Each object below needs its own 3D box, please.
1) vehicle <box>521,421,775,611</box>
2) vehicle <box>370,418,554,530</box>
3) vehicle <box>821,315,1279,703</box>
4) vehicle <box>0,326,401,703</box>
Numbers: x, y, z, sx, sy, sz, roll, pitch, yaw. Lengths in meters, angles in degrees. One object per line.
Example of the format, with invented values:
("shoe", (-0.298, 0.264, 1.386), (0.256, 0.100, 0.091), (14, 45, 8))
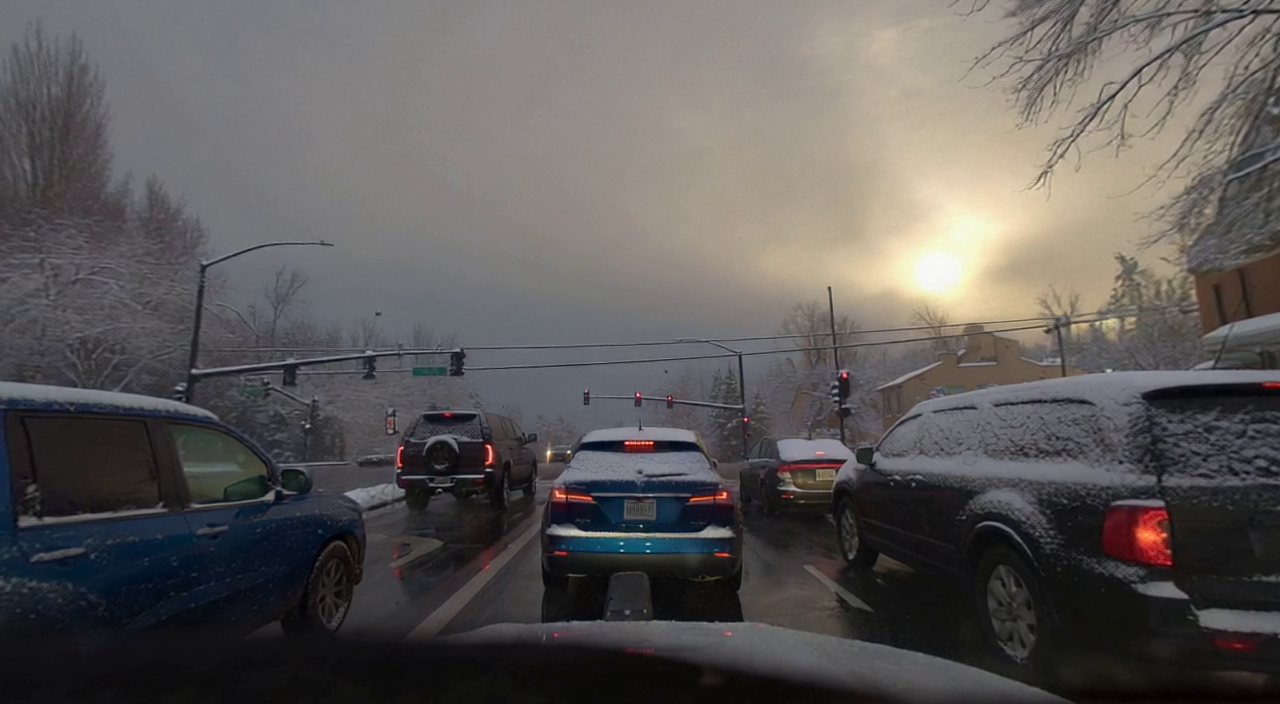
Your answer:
("vehicle", (0.030, 1.600, 7.061), (2.021, 1.490, 3.948), (0, -8, -1))
("vehicle", (-3.175, 2.301, 12.462), (2.117, 1.772, 4.619), (0, -8, 2))
("vehicle", (3.221, 1.108, 4.763), (2.141, 1.833, 4.704), (0, -8, -2))
("vehicle", (-3.115, 0.959, 3.296), (1.982, 1.721, 4.261), (0, -8, 1))
